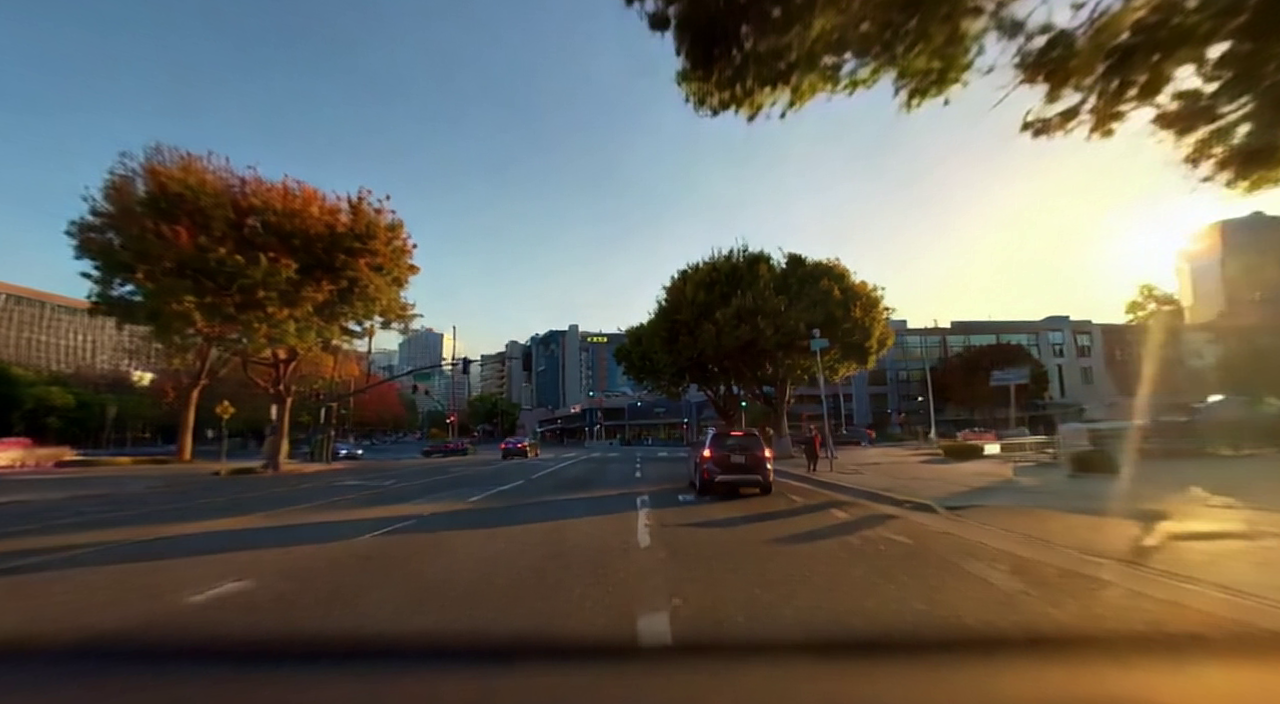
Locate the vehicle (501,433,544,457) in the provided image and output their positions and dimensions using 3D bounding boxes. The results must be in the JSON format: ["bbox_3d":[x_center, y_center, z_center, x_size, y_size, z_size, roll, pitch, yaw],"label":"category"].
[{"bbox_3d":[-7.665,6.148,41.692,1.924,1.458,4.448,0,-8,1],"label":"vehicle"}]

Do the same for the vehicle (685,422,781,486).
[{"bbox_3d":[2.633,3.028,18.976,2.230,1.683,4.204,0,-8,0],"label":"vehicle"}]
